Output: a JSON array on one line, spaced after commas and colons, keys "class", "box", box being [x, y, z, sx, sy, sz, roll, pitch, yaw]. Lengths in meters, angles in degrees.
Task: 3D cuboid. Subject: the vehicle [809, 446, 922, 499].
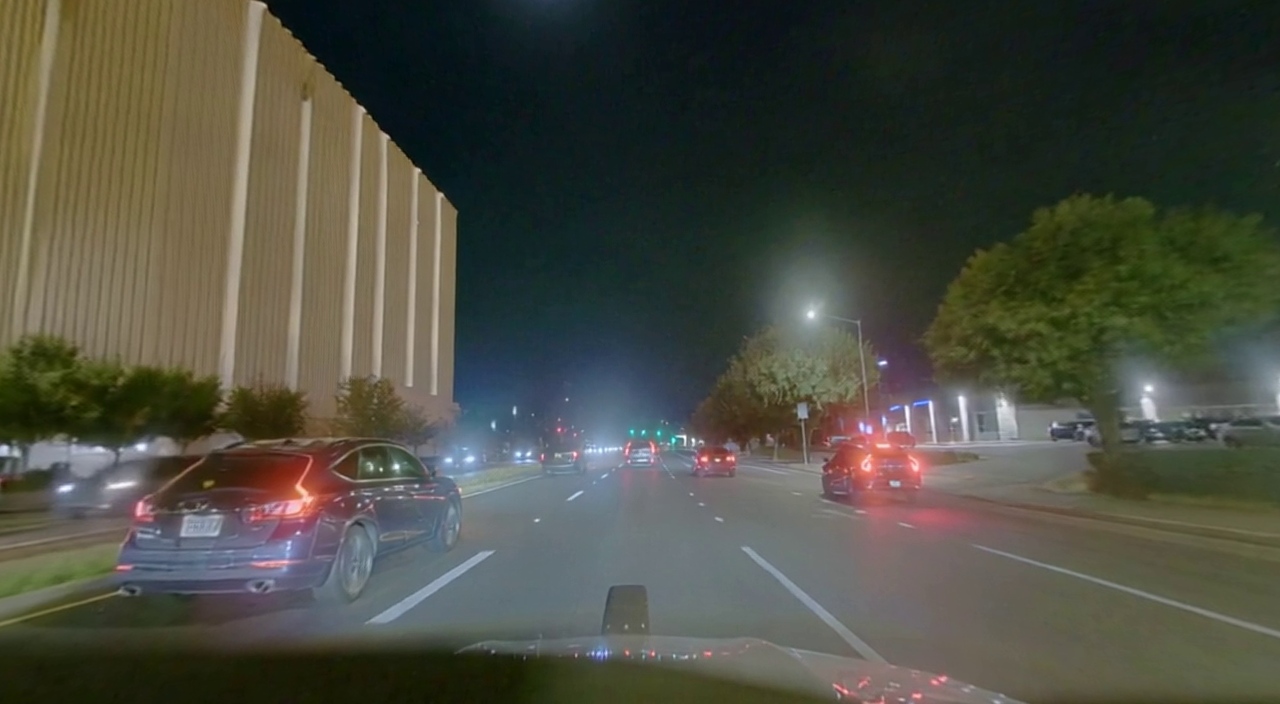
[{"class": "vehicle", "box": [6.948, 3.752, 20.030, 1.865, 1.458, 4.605, 0, -9, 0]}]

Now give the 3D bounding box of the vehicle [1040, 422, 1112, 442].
[{"class": "vehicle", "box": [33.589, 6.222, 48.653, 1.762, 1.432, 4.136, 5, -10, -30]}]

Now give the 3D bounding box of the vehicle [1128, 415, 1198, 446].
[{"class": "vehicle", "box": [31.049, 4.746, 37.587, 1.993, 1.708, 4.464, -4, -10, 24]}]

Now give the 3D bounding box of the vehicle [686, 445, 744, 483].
[{"class": "vehicle", "box": [3.076, 4.713, 26.710, 1.884, 1.458, 4.245, 0, -9, 0]}]

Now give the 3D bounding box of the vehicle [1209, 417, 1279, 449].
[{"class": "vehicle", "box": [30.813, 4.094, 31.536, 1.993, 1.471, 4.691, -4, -10, 24]}]

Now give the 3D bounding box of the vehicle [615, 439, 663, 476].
[{"class": "vehicle", "box": [-0.056, 5.478, 32.836, 2.304, 1.795, 4.526, 0, -9, 0]}]

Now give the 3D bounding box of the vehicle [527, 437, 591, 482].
[{"class": "vehicle", "box": [-3.459, 4.704, 27.761, 2.117, 1.799, 4.442, 0, -9, 1]}]

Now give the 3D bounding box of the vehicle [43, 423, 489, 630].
[{"class": "vehicle", "box": [-3.247, 1.617, 6.837, 2.095, 1.486, 4.411, 0, -9, 1]}]

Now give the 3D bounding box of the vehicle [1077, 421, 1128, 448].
[{"class": "vehicle", "box": [28.454, 5.096, 38.889, 1.830, 1.465, 4.252, -9, -11, 29]}]
